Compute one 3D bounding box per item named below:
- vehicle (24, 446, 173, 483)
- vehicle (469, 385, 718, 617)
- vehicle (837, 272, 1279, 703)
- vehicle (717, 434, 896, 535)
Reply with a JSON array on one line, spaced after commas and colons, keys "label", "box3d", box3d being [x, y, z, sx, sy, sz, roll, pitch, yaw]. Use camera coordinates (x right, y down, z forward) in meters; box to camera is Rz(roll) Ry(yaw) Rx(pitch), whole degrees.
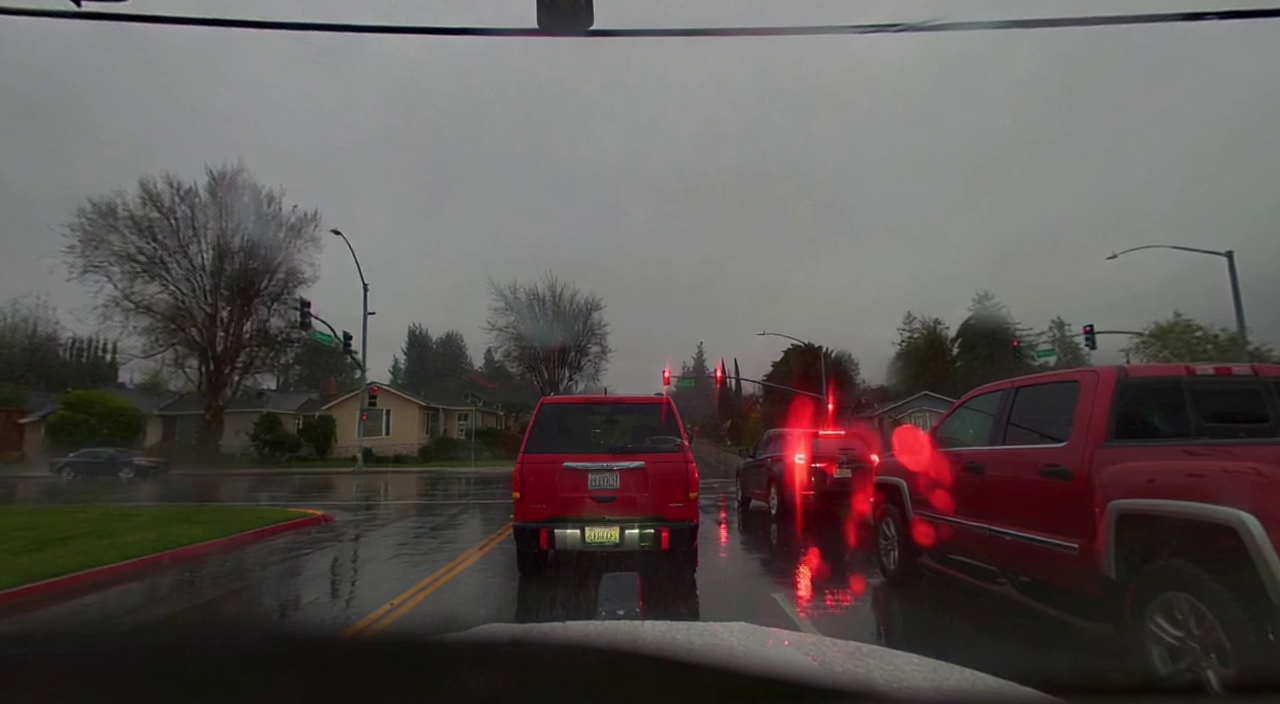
[{"label": "vehicle", "box3d": [-23.033, 4.787, 27.029, 4.533, 1.350, 1.714, 0, -7, -8]}, {"label": "vehicle", "box3d": [-0.313, 1.399, 6.659, 1.915, 1.780, 3.379, 0, -8, 2]}, {"label": "vehicle", "box3d": [2.970, 0.934, 3.778, 1.886, 1.849, 5.070, 0, -8, -1]}, {"label": "vehicle", "box3d": [2.715, 2.269, 11.543, 1.952, 1.465, 4.421, 0, -8, -2]}]
